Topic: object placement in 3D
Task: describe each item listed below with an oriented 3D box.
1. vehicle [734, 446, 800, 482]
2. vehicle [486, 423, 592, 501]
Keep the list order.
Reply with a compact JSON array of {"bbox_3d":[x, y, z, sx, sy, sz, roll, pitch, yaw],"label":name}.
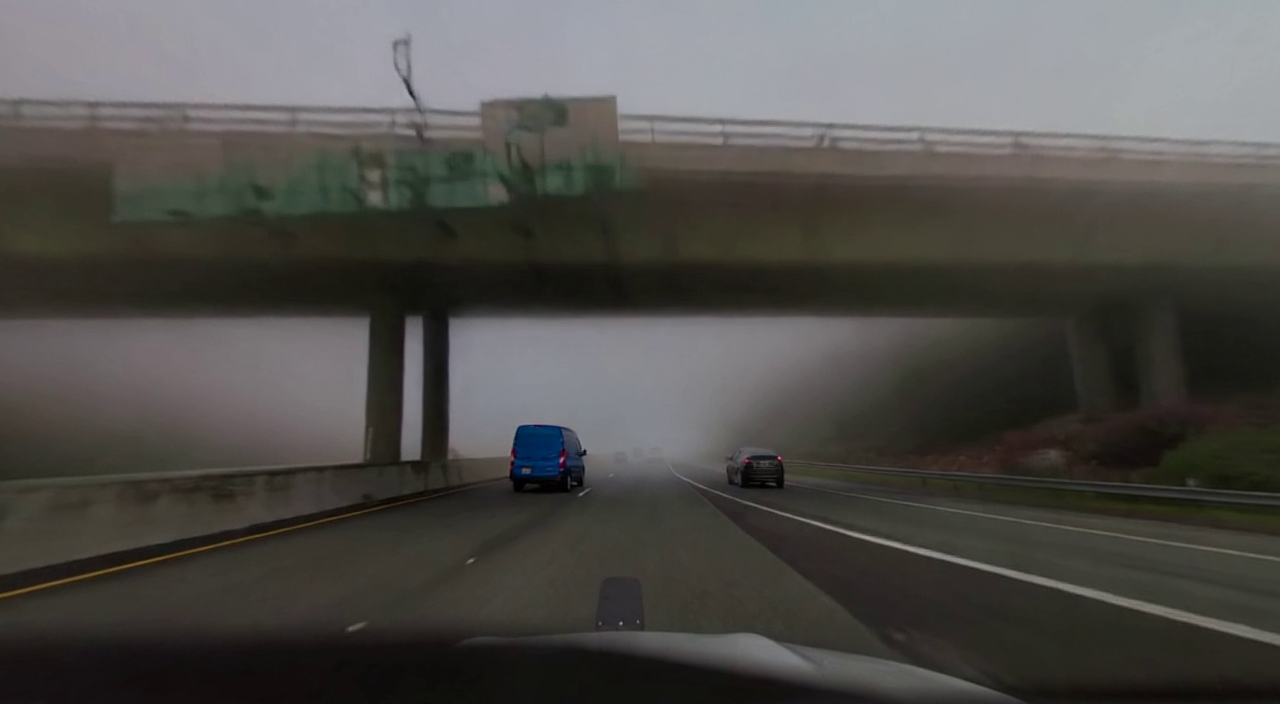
[{"bbox_3d":[5.815,5.186,29.593,1.972,1.492,4.623,0,-9,-2],"label":"vehicle"},{"bbox_3d":[-2.866,3.292,19.315,2.310,2.030,5.094,0,-8,1],"label":"vehicle"}]
